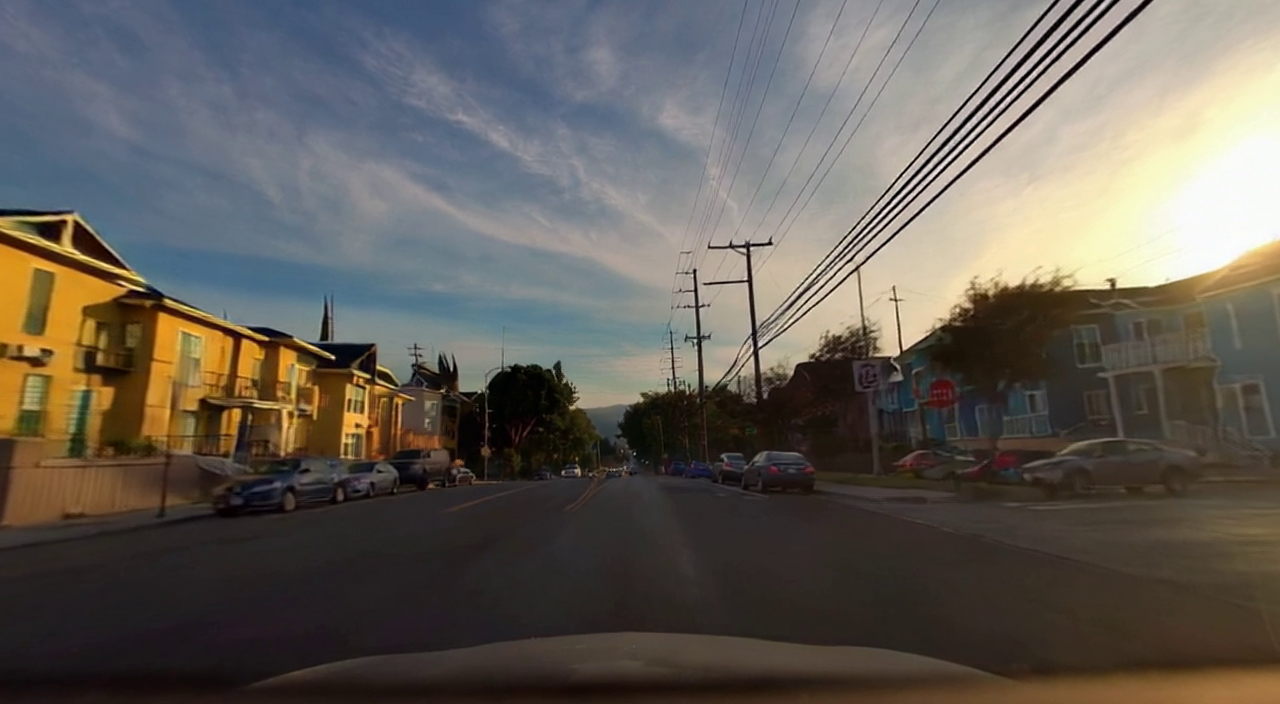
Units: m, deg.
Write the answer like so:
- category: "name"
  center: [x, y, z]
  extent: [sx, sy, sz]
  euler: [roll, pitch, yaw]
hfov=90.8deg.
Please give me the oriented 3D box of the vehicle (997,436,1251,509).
- category: "vehicle"
  center: [10.582, 2.603, 13.975]
  extent: [4.336, 1.424, 1.954]
  euler: [1, -9, -11]

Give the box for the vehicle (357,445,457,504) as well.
- category: "vehicle"
  center: [-10.909, 5.744, 30.261]
  extent: [2.687, 2.491, 5.936]
  euler: [0, -9, -2]

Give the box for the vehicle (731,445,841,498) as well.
- category: "vehicle"
  center: [4.578, 3.826, 20.680]
  extent: [2.059, 1.502, 4.824]
  euler: [1, -9, -5]

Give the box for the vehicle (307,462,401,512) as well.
- category: "vehicle"
  center: [-10.777, 5.069, 24.165]
  extent: [1.826, 1.455, 4.475]
  euler: [-5, -8, -5]

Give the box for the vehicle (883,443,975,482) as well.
- category: "vehicle"
  center: [12.913, 4.954, 28.378]
  extent: [3.545, 1.448, 2.041]
  euler: [-5, -4, 24]

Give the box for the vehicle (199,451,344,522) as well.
- category: "vehicle"
  center: [-10.447, 3.830, 18.394]
  extent: [1.900, 1.683, 4.486]
  euler: [-2, -10, -6]

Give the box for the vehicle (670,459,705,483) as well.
- category: "vehicle"
  center: [3.387, 8.615, 45.992]
  extent: [1.917, 1.434, 4.733]
  euler: [-2, -9, -3]
